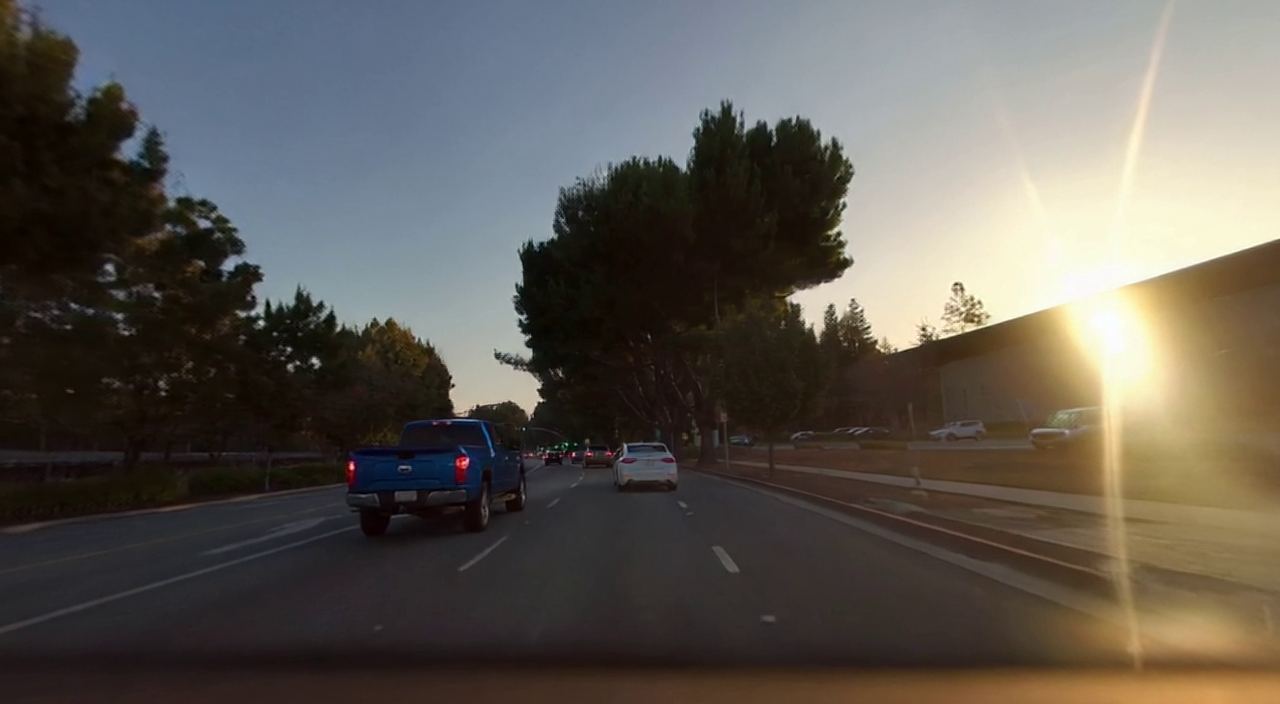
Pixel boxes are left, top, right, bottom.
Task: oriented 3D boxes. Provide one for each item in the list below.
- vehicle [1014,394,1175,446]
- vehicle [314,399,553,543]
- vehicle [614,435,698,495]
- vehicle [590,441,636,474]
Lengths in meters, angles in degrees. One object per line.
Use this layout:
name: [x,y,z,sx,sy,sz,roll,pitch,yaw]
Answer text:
vehicle: [22.362,3.472,31.415,6.027,2.377,2.245,-5,-10,26]
vehicle: [-3.274,2.101,11.714,2.512,1.992,5.725,0,-9,0]
vehicle: [0.343,3.256,18.473,2.142,1.528,4.133,0,-9,-3]
vehicle: [-1.404,5.188,31.138,2.047,1.502,3.873,1,-9,-6]
